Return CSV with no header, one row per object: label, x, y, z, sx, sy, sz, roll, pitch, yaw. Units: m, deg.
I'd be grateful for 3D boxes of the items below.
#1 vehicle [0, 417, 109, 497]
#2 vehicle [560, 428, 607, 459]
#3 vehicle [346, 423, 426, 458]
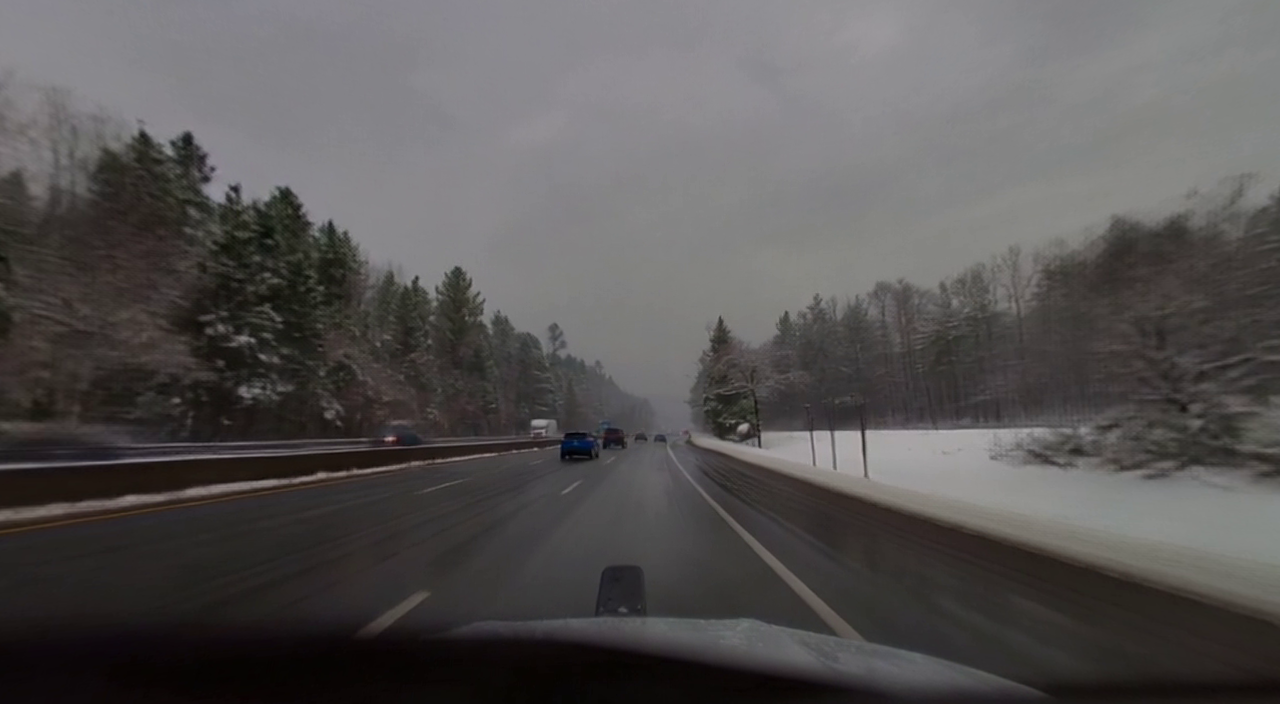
vehicle,-13.413,2.098,12.566,1.939,1.524,4.056,0,-8,1
vehicle,-3.026,5.086,34.756,2.053,1.589,4.671,0,-8,2
vehicle,-12.989,4.565,32.429,2.069,1.653,4.654,0,-8,1
